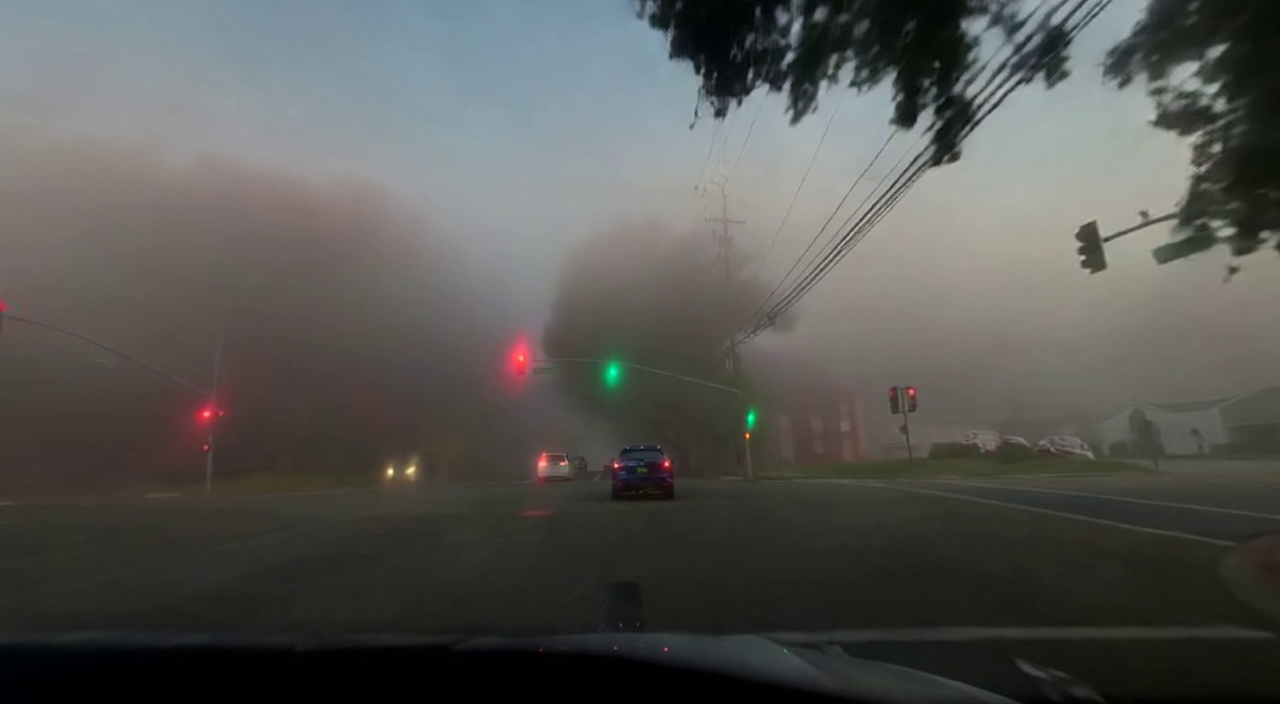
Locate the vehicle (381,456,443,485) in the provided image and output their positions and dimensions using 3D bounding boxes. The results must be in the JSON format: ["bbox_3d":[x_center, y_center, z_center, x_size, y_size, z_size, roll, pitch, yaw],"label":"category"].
[{"bbox_3d":[-13.722,7.166,38.343,2.025,1.571,4.636,0,-9,0],"label":"vehicle"}]

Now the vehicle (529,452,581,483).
[{"bbox_3d":[-4.346,6.018,33.101,2.153,1.474,4.284,0,-9,0],"label":"vehicle"}]

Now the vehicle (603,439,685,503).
[{"bbox_3d":[0.069,3.425,18.543,2.156,1.636,3.923,0,-9,-1],"label":"vehicle"}]
